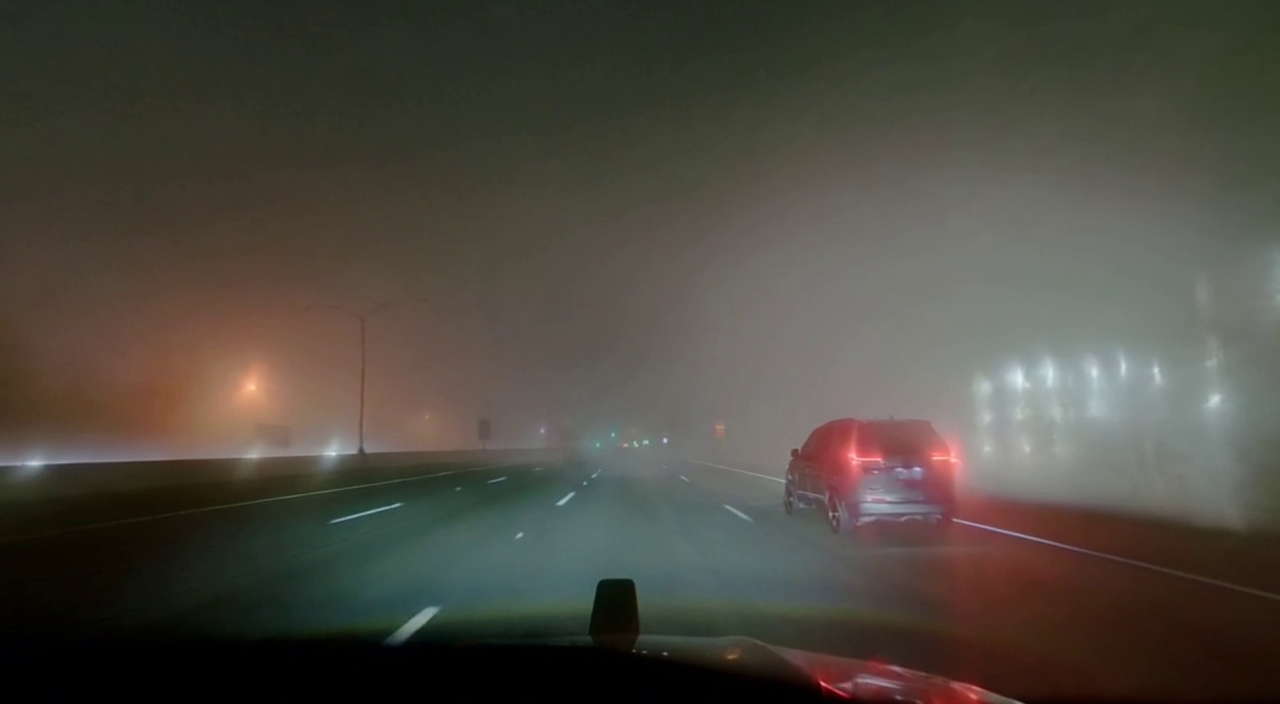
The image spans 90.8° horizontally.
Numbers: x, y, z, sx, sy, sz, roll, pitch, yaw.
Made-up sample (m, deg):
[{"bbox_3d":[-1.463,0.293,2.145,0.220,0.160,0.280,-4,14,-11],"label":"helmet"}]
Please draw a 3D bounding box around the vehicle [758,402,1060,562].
[{"bbox_3d":[3.452,1.816,9.573,2.212,1.753,5.064,0,-9,-2],"label":"vehicle"}]
